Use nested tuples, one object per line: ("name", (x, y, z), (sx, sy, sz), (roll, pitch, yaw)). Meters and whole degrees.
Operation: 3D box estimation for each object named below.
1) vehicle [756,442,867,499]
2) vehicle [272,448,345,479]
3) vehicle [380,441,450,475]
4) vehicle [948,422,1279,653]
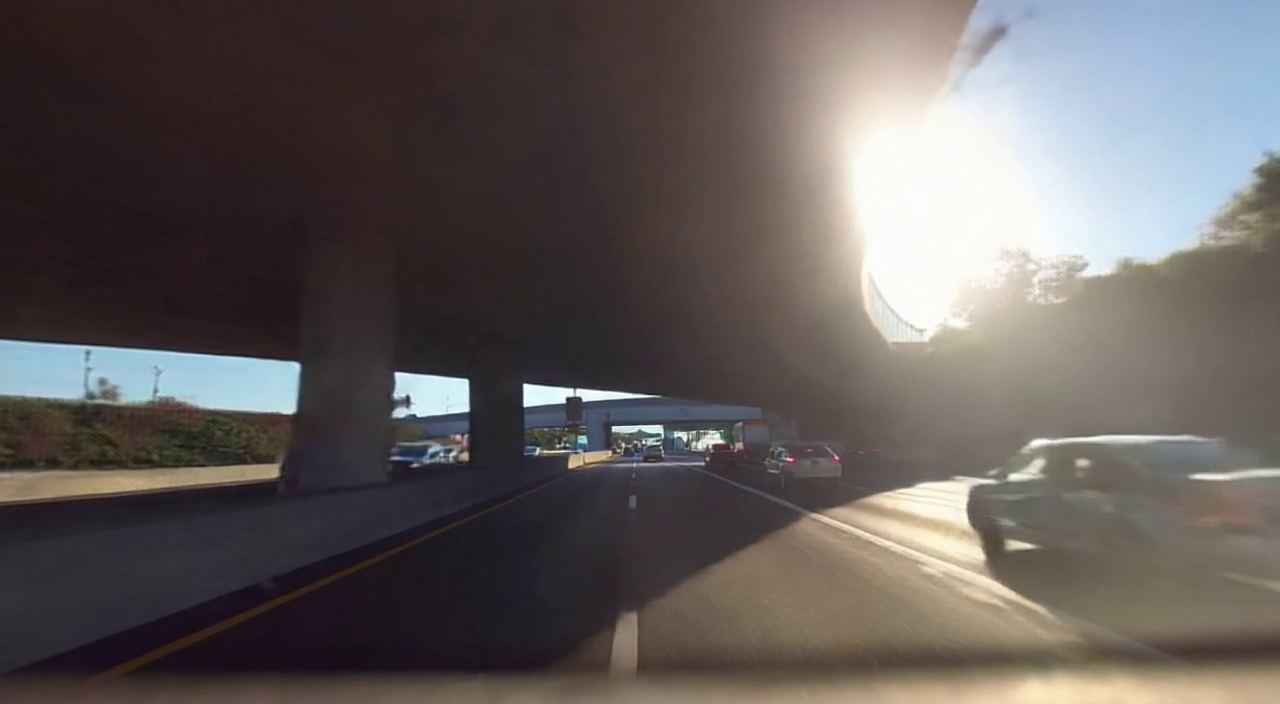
("vehicle", (4.882, 3.414, 18.676), (1.987, 1.448, 4.356), (0, -8, -1))
("vehicle", (-19.667, 6.603, 37.738), (1.910, 1.711, 4.436), (0, -8, 1))
("vehicle", (-11.903, 5.630, 33.751), (2.048, 1.690, 4.515), (0, -8, 1))
("vehicle", (5.129, 1.465, 5.866), (1.959, 1.483, 5.135), (0, -8, 0))
